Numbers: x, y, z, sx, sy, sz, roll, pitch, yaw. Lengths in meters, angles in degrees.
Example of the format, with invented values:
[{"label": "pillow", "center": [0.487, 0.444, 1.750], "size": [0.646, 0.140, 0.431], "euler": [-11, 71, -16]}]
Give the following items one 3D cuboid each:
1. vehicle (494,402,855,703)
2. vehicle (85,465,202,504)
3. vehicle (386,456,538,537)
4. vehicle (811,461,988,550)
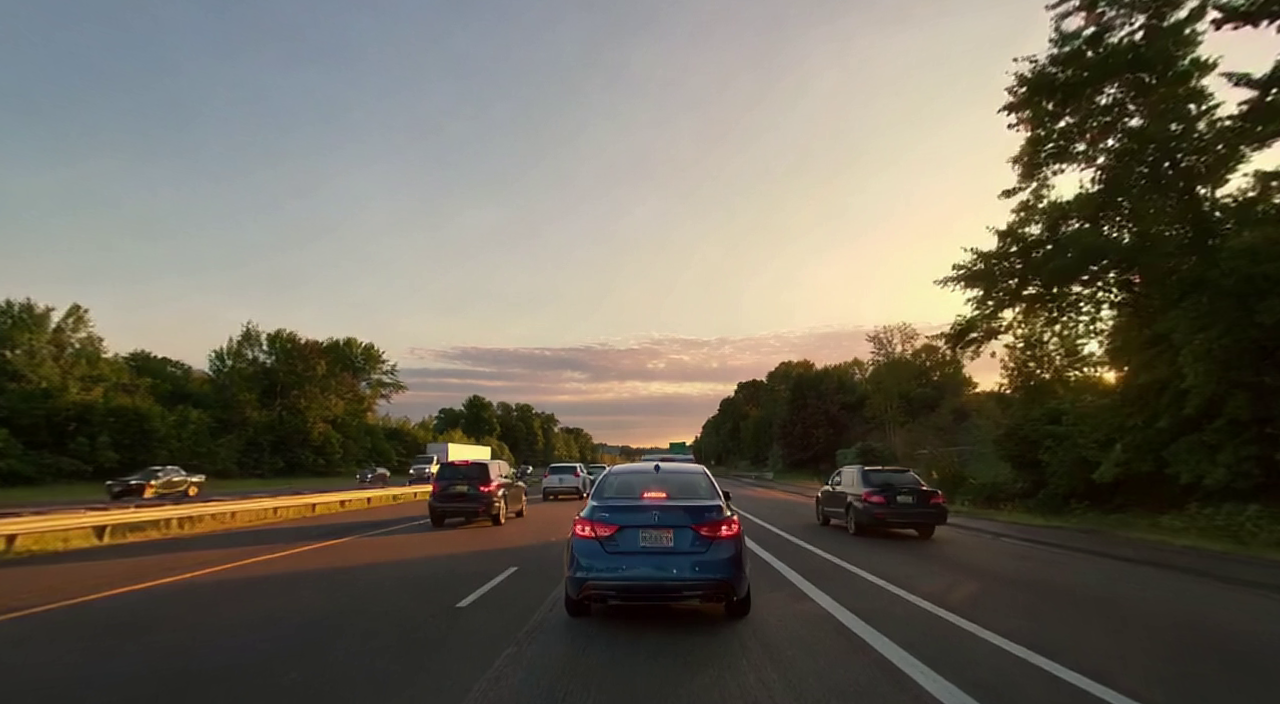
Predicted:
[{"label": "vehicle", "center": [0.177, 1.550, 5.768], "size": [2.057, 1.725, 4.126], "euler": [1, -11, -1]}, {"label": "vehicle", "center": [-24.095, 6.416, 30.826], "size": [1.999, 1.733, 4.392], "euler": [0, -11, 1]}, {"label": "vehicle", "center": [-3.778, 3.206, 14.409], "size": [1.960, 1.502, 4.593], "euler": [0, -11, 2]}, {"label": "vehicle", "center": [4.997, 3.015, 12.871], "size": [1.978, 1.472, 4.022], "euler": [0, -11, 1]}]
